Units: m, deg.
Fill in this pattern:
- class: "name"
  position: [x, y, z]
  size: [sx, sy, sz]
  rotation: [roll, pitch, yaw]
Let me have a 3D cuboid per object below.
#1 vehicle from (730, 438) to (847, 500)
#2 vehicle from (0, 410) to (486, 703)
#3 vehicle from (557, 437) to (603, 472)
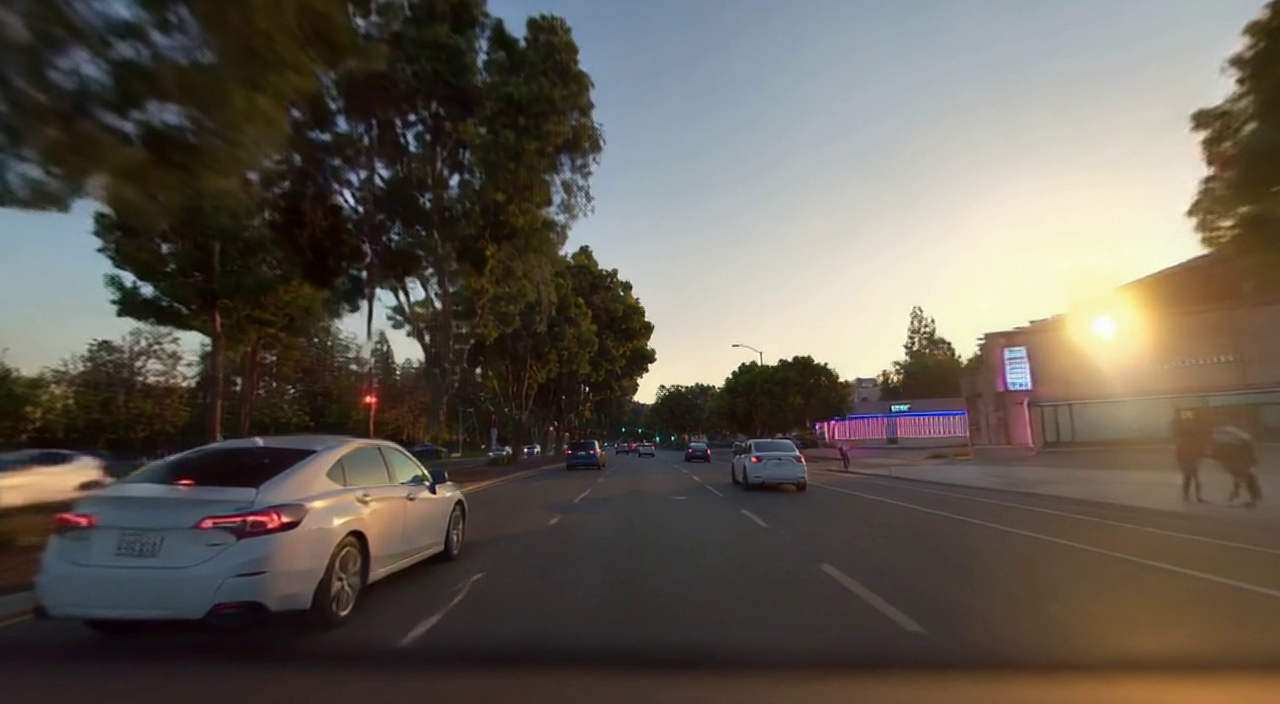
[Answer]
- class: "vehicle"
  position: [3.918, 3.164, 17.550]
  size: [2.036, 1.480, 4.659]
  rotation: [0, -8, -1]
- class: "vehicle"
  position: [-2.966, 1.349, 5.190]
  size: [2.082, 1.460, 4.922]
  rotation: [0, -8, 1]
- class: "vehicle"
  position: [-3.177, 5.511, 34.058]
  size: [1.981, 1.731, 4.360]
  rotation: [0, -8, 1]
